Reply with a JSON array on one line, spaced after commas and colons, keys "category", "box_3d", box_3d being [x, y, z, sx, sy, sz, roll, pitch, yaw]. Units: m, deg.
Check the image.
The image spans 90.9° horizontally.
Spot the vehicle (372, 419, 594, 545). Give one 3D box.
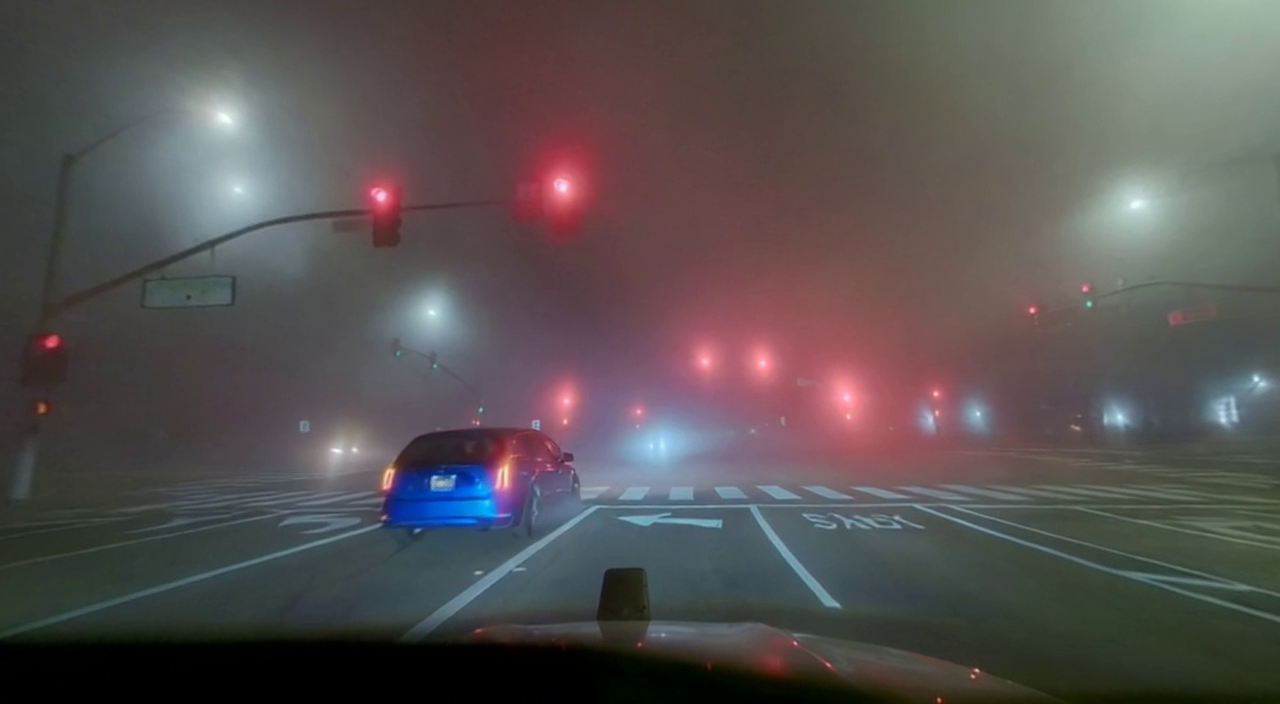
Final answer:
[{"category": "vehicle", "box_3d": [-2.189, 1.962, 10.162, 2.055, 1.573, 4.065, -1, -8, 8]}]

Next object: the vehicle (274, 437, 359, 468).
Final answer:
[{"category": "vehicle", "box_3d": [-18.378, 5.680, 35.872, 3.952, 1.568, 1.788, -3, -7, 8]}]

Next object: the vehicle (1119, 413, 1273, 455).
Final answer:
[{"category": "vehicle", "box_3d": [23.277, 3.496, 26.563, 4.406, 1.661, 1.857, -1, -8, 8]}]
